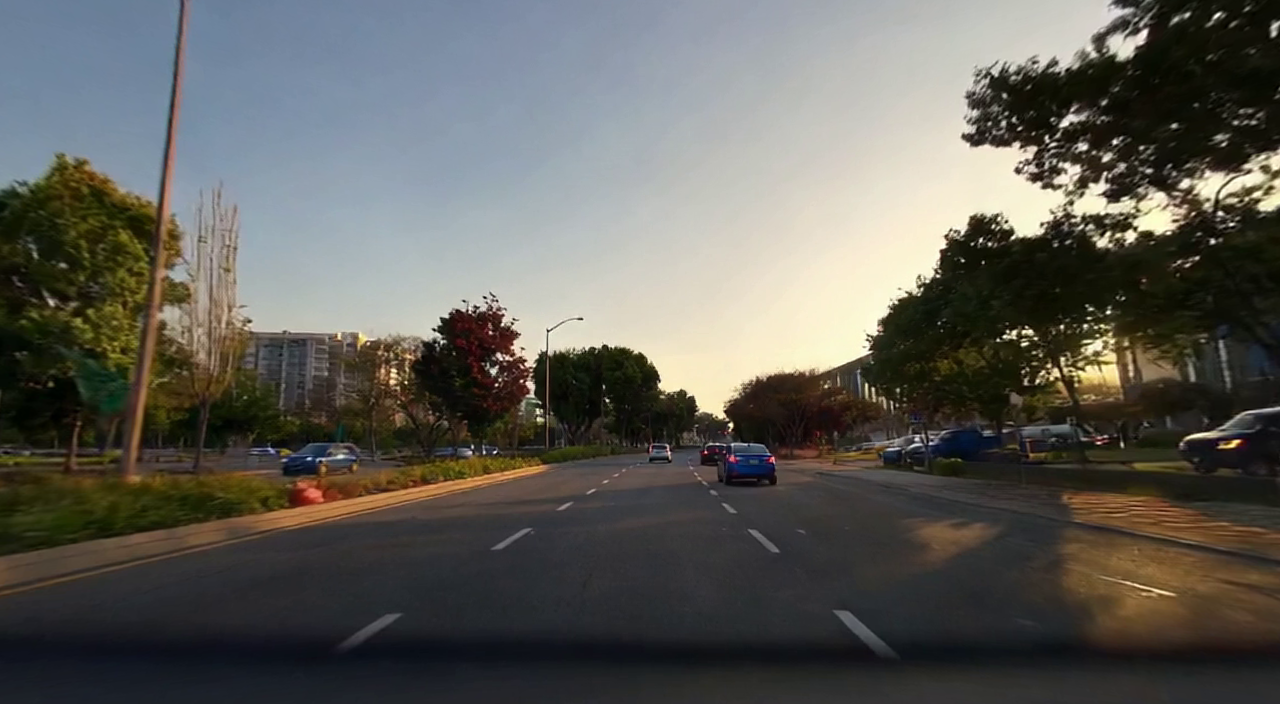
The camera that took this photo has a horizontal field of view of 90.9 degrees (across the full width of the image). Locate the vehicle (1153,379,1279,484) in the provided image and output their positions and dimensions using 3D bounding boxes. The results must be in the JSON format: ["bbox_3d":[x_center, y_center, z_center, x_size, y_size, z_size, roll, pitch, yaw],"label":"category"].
[{"bbox_3d":[21.064,2.543,20.103,2.713,3.202,6.843,1,-9,-12],"label":"vehicle"}]

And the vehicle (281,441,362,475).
[{"bbox_3d":[-14.631,4.877,29.227,1.809,1.434,3.952,0,-8,-2],"label":"vehicle"}]

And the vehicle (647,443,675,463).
[{"bbox_3d":[1.682,7.822,48.979,2.059,1.477,3.988,-1,-8,4],"label":"vehicle"}]

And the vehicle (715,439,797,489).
[{"bbox_3d":[3.825,3.769,21.630,1.981,1.499,4.536,0,-8,1],"label":"vehicle"}]

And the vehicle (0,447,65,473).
[{"bbox_3d":[-42.921,7.361,43.132,4.598,1.712,2.298,1,-8,-9],"label":"vehicle"}]

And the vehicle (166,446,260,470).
[{"bbox_3d":[-27.002,6.720,39.976,4.456,1.428,1.950,1,-8,-5],"label":"vehicle"}]
